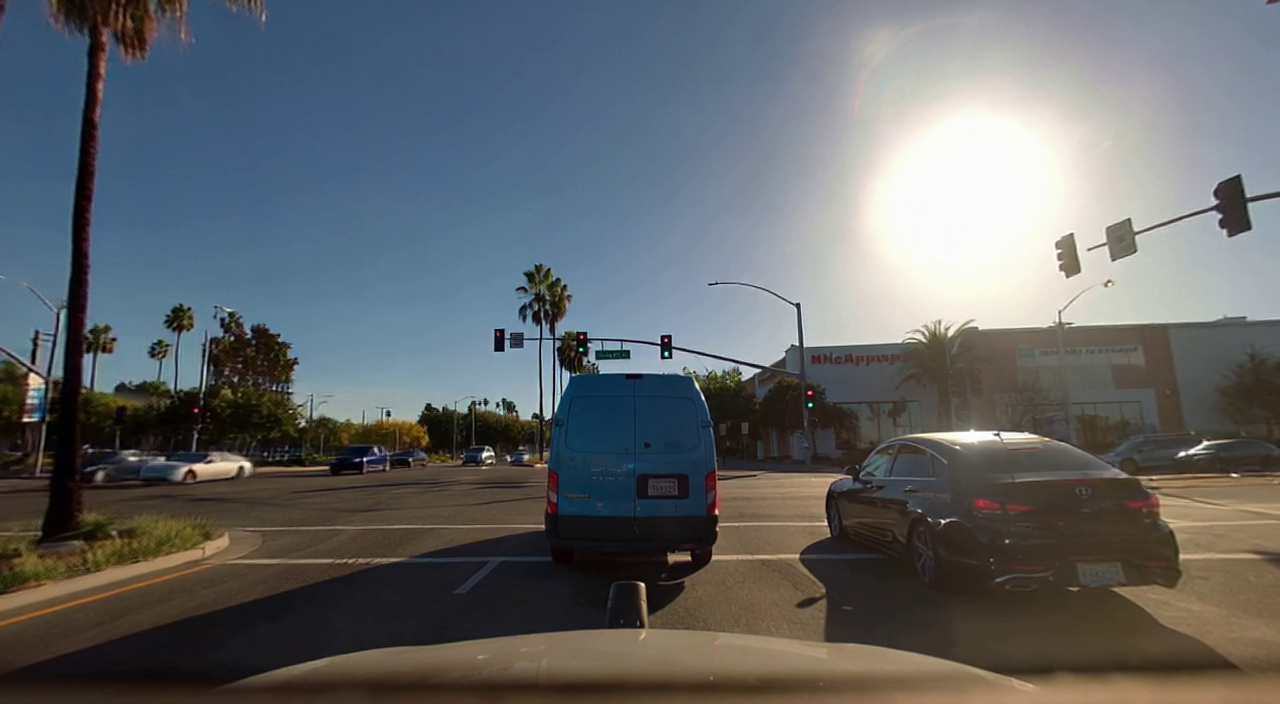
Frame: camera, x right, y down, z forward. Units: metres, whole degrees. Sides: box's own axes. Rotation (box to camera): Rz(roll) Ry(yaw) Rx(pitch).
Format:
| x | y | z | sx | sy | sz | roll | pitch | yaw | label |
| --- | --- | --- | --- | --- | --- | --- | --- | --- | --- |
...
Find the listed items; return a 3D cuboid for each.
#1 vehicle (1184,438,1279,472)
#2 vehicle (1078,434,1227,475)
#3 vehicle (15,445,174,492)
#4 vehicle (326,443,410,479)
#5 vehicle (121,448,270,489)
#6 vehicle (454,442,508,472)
| x | y | z | sx | sy | sz | roll | pitch | yaw | label |
| --- | --- | --- | --- | --- | --- | --- | --- | --- | --- |
| 27.387 | 4.620 | 28.383 | 4.625 | 1.451 | 1.801 | 1 | -9 | -9 | vehicle |
| 22.230 | 4.466 | 27.552 | 4.533 | 1.676 | 2.236 | 0 | -9 | -1 | vehicle |
| -21.333 | 4.533 | 25.028 | 2.107 | 1.642 | 4.561 | 0 | -9 | 2 | vehicle |
| -13.949 | 5.607 | 32.760 | 2.074 | 1.671 | 4.755 | 0 | -9 | 2 | vehicle |
| -17.581 | 4.620 | 25.425 | 2.221 | 1.449 | 5.092 | 0 | -9 | 1 | vehicle |
| -9.709 | 6.438 | 38.910 | 2.074 | 1.681 | 4.417 | 0 | -9 | 1 | vehicle |
